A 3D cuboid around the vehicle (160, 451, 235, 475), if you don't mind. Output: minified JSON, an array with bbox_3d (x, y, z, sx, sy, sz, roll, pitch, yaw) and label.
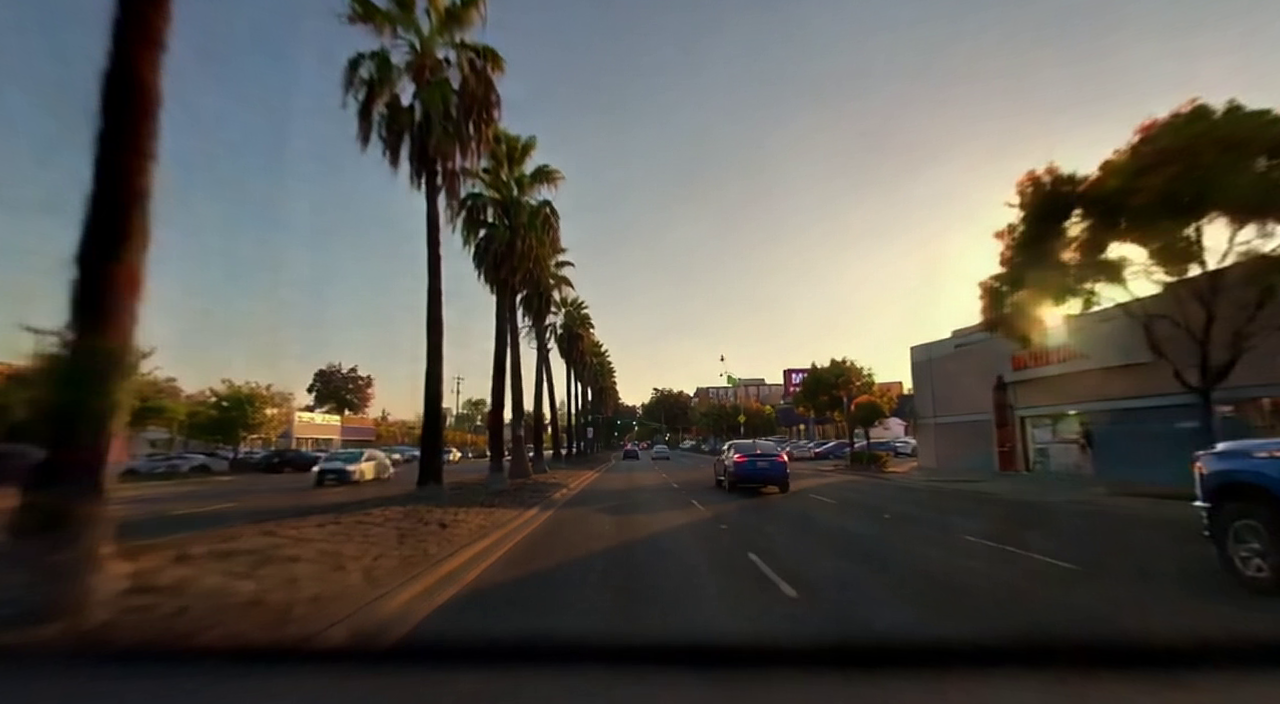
[{"bbox_3d":[-31.844,7.948,45.498,4.210,1.549,1.855,7,-11,-39],"label":"vehicle"}]

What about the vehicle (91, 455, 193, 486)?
[{"bbox_3d":[-27.567,6.532,35.182,1.816,1.498,4.698,0,-8,0],"label":"vehicle"}]

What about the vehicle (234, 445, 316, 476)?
[{"bbox_3d":[-24.353,7.219,42.467,2.112,1.821,5.960,-2,-8,-2],"label":"vehicle"}]

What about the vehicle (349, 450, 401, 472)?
[{"bbox_3d":[-19.507,8.025,46.764,1.983,1.492,4.904,-1,-8,-3],"label":"vehicle"}]

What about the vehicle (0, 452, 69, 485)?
[{"bbox_3d":[-32.775,6.079,32.924,4.220,1.614,1.876,8,-12,-43],"label":"vehicle"}]

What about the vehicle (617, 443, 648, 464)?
[{"bbox_3d":[-0.593,7.642,47.576,2.258,1.468,4.076,0,-8,-2],"label":"vehicle"}]

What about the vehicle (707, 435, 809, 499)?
[{"bbox_3d":[3.144,3.156,17.776,1.889,1.541,4.303,0,-8,-2],"label":"vehicle"}]

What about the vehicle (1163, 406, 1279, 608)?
[{"bbox_3d":[6.237,0.995,3.404,2.140,1.606,5.437,0,-8,-1],"label":"vehicle"}]
